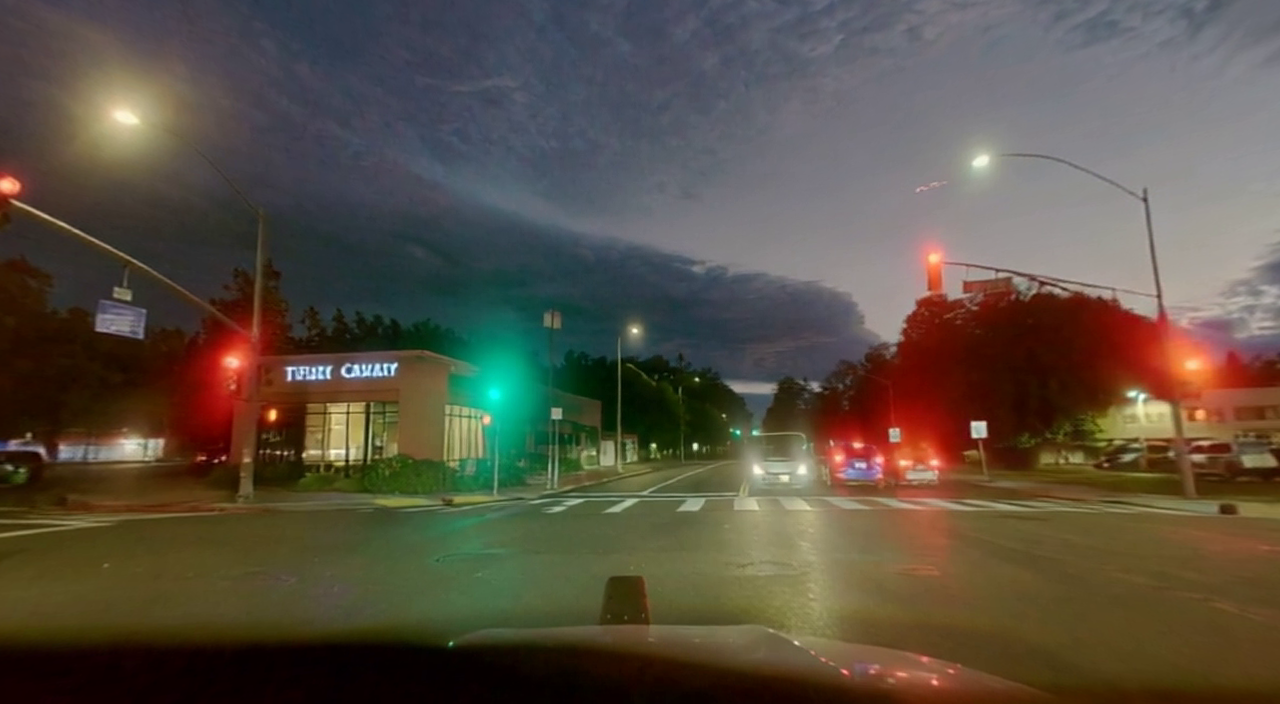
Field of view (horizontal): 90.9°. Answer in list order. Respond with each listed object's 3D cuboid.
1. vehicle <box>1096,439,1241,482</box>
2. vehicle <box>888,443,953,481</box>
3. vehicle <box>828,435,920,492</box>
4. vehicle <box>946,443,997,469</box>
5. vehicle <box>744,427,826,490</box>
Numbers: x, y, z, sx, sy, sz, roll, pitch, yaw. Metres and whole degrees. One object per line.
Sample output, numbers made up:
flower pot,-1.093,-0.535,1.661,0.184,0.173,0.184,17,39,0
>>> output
vehicle,21.365,4.380,25.711,1.924,1.579,4.084,2,-8,-12
vehicle,13.230,5.166,29.990,1.792,1.682,4.089,-1,-8,9
vehicle,7.907,3.771,21.807,2.048,1.725,4.754,-1,-8,9
vehicle,23.257,7.281,44.383,1.886,1.687,4.268,-2,-8,10
vehicle,5.002,3.727,22.526,2.390,1.948,5.344,-1,-8,9
